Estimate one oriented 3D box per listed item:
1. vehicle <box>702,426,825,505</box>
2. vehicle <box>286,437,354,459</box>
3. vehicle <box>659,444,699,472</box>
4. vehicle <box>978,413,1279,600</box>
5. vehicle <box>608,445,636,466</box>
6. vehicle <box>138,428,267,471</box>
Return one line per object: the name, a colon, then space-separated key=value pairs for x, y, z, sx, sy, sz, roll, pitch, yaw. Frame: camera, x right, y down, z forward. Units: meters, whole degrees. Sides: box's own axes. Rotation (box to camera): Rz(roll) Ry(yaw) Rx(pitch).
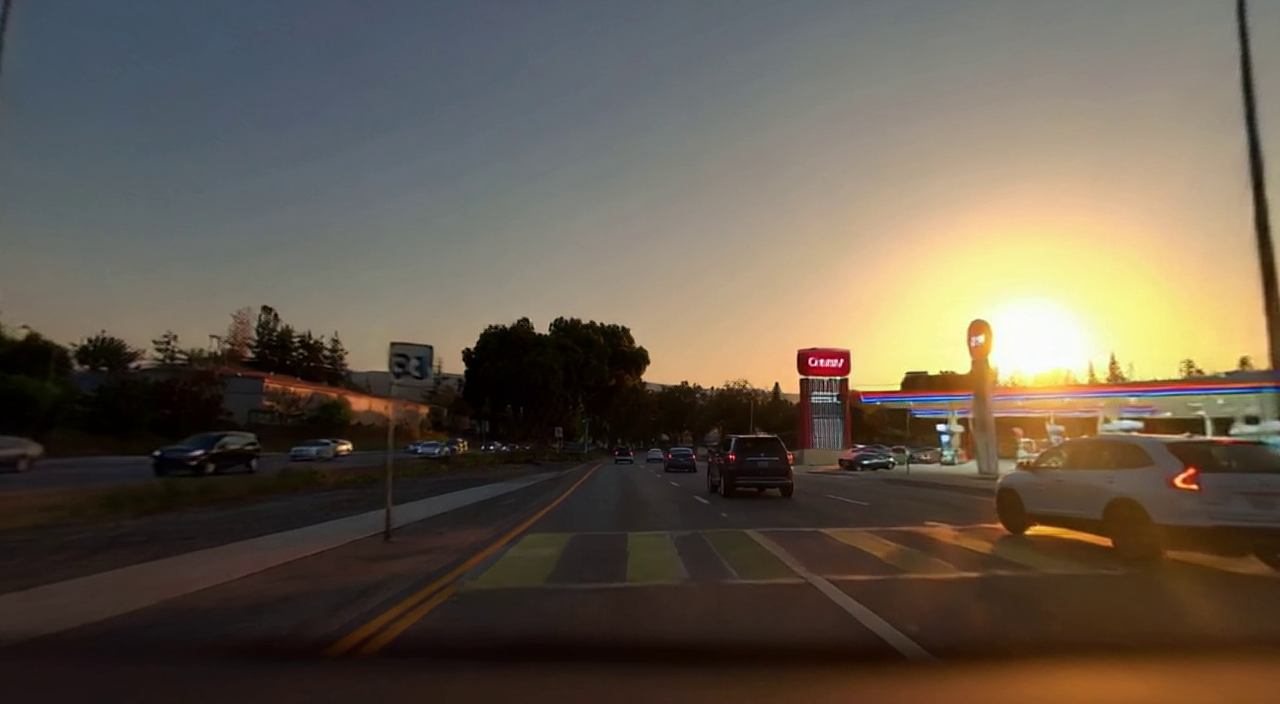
vehicle: x=3.043 y=2.913 z=16.702 sx=2.184 sy=1.777 sz=4.712 roll=0 pitch=-8 yaw=-1
vehicle: x=-21.816 y=6.562 z=43.188 sx=2.124 sy=1.459 sz=4.591 roll=0 pitch=-8 yaw=2
vehicle: x=2.318 y=6.357 z=38.136 sx=2.012 sy=1.612 sz=4.114 roll=0 pitch=-8 yaw=-2
vehicle: x=6.239 y=1.644 z=7.655 sx=1.881 sy=1.604 sz=4.289 roll=0 pitch=-8 yaw=0
vehicle: x=-1.367 y=8.182 z=49.975 sx=2.107 sy=1.527 sz=4.174 roll=0 pitch=-8 yaw=-1
vehicle: x=-18.212 y=4.076 z=26.564 sx=2.081 sy=1.654 sz=4.576 roll=0 pitch=-8 yaw=1
